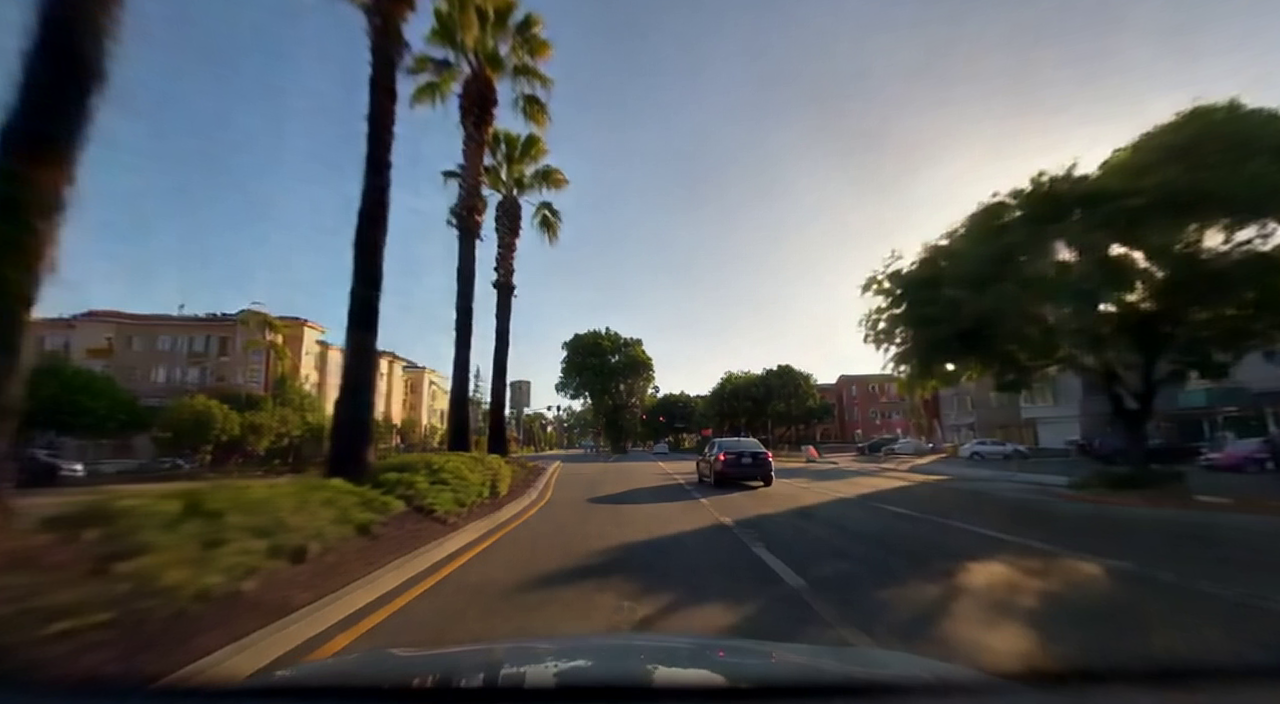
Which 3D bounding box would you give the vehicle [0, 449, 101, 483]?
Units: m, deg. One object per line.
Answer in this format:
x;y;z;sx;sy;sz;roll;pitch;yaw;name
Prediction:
-30.759;5.767;32.390;1.933;1.586;4.594;-1;-8;4;vehicle

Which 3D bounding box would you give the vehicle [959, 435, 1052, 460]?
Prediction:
22.148;5.778;38.366;4.472;1.451;1.842;0;-8;-1;vehicle

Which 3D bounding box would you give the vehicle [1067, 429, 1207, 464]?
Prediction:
22.480;4.277;28.692;4.633;1.518;2.008;0;-8;-1;vehicle

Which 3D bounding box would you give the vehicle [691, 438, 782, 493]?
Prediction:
2.768;3.369;19.179;1.964;1.448;4.295;0;-8;-2;vehicle
